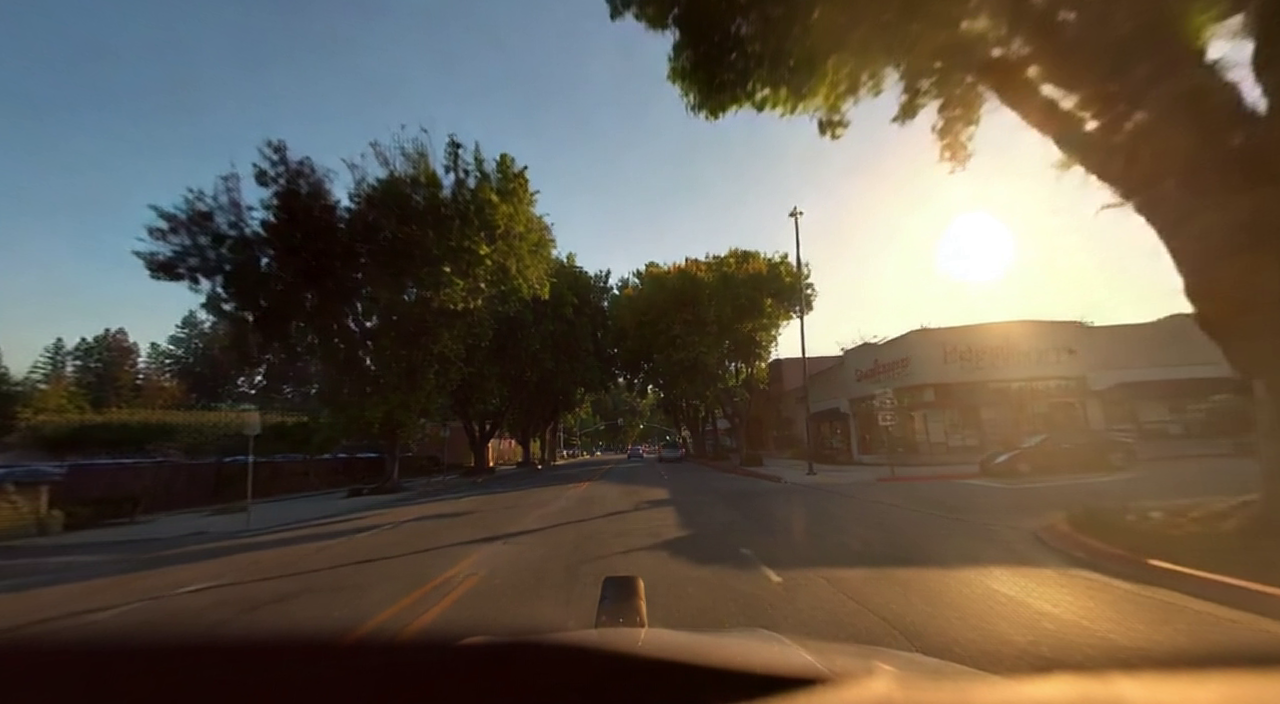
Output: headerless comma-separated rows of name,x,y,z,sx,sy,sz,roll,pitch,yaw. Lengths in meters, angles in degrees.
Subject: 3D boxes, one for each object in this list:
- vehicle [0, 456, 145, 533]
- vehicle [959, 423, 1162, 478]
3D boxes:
vehicle,-15.977,3.573,16.077,4.870,1.762,2.152,-1,-8,0
vehicle,11.967,2.850,18.270,4.404,1.445,1.844,-2,-9,7
